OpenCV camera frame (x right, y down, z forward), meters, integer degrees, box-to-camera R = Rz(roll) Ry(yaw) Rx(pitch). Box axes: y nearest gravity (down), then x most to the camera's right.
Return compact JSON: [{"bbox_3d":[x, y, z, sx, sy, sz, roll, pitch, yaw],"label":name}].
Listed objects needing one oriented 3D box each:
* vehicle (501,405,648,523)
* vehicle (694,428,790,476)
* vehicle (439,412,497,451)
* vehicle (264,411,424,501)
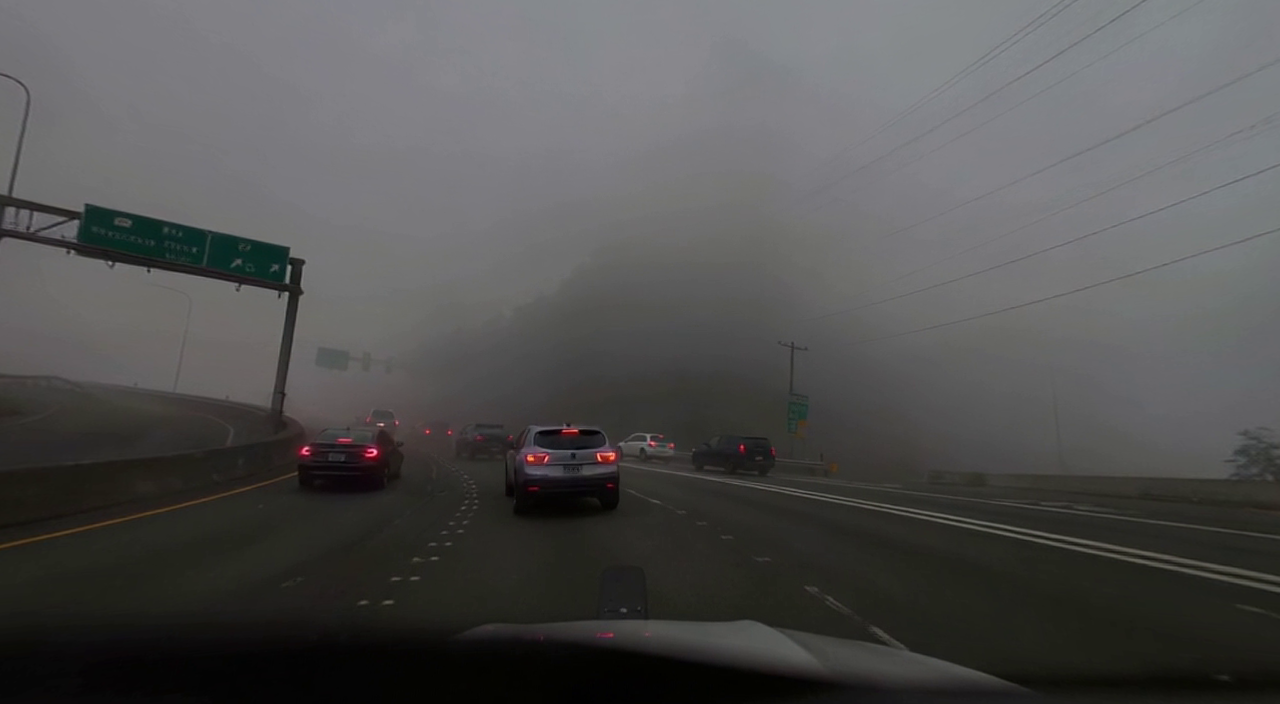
[{"bbox_3d":[-1.412,1.981,11.646,2.140,1.724,4.304,2,-9,-13],"label":"vehicle"},{"bbox_3d":[4.153,4.195,26.628,2.079,1.807,4.682,2,-9,-17],"label":"vehicle"},{"bbox_3d":[-8.859,4.104,32.215,2.042,1.817,4.650,4,-9,-25],"label":"vehicle"},{"bbox_3d":[-5.831,2.103,13.106,2.033,1.501,4.623,2,-9,-13],"label":"vehicle"}]
